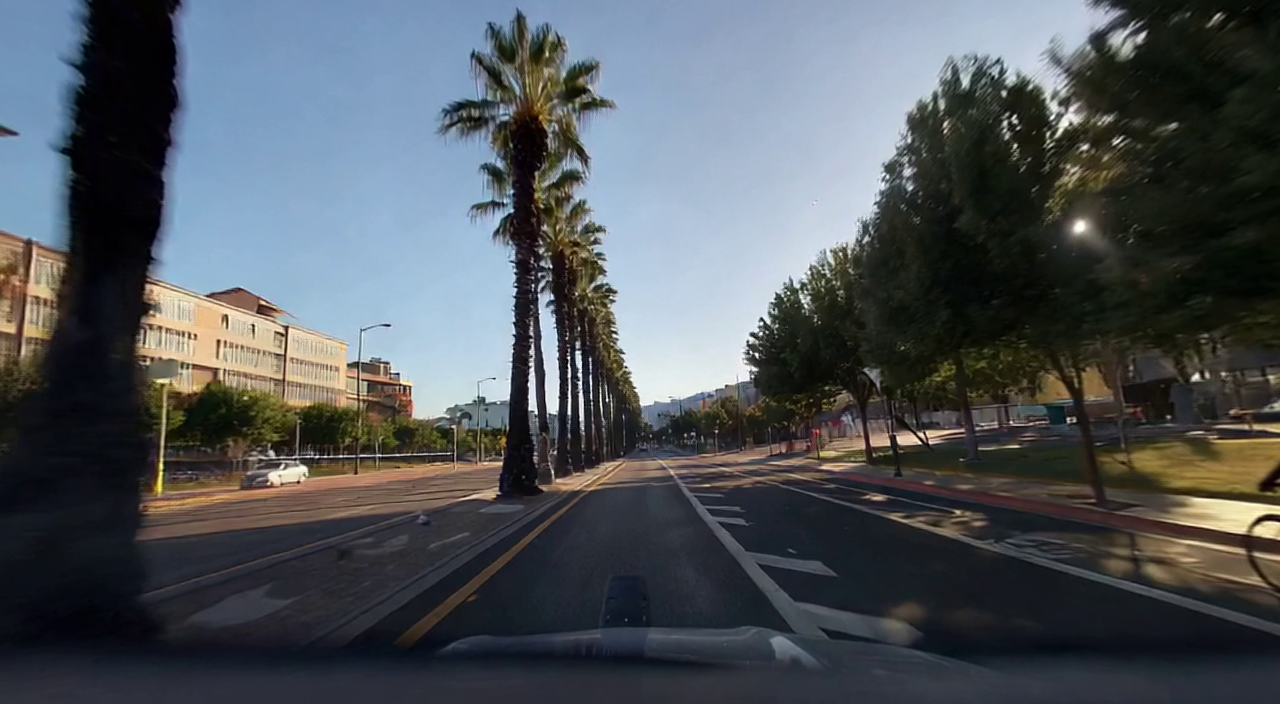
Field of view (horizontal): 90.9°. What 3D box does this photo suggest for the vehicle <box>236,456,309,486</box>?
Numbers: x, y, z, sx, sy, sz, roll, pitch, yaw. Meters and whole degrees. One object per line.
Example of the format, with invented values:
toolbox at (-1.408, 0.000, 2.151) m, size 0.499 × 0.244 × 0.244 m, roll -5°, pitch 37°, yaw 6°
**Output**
vehicle at (-22.107, 7.147, 38.099) m, size 1.809 × 1.591 × 4.245 m, roll 0°, pitch -8°, yaw 0°
